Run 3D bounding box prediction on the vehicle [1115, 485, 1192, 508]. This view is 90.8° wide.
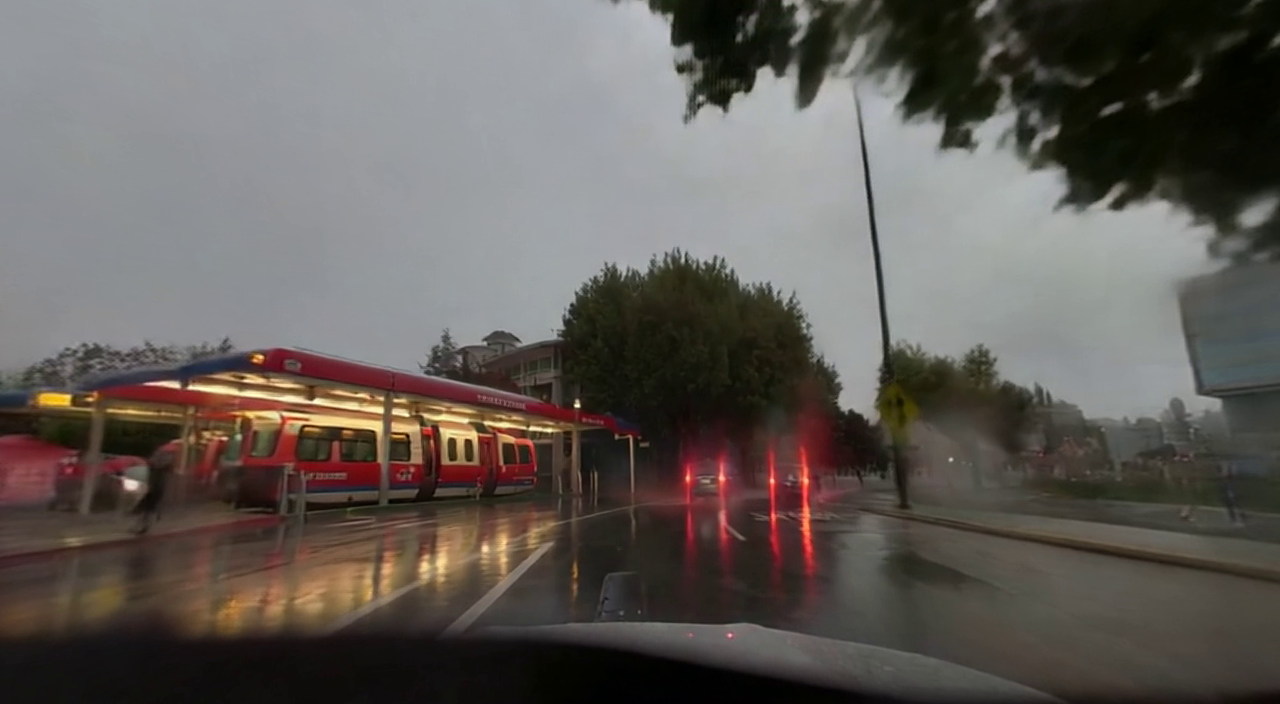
[{"bbox_3d":[37.785,10.600,46.558,3.934,1.480,1.728,-4,-9,19],"label":"vehicle"}]

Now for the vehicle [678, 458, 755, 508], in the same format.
[{"bbox_3d":[3.160,5.165,25.298,2.263,1.765,4.237,-3,-10,17],"label":"vehicle"}]

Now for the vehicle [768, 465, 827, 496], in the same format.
[{"bbox_3d":[9.748,7.865,38.910,2.010,1.725,4.320,-7,-11,34],"label":"vehicle"}]
